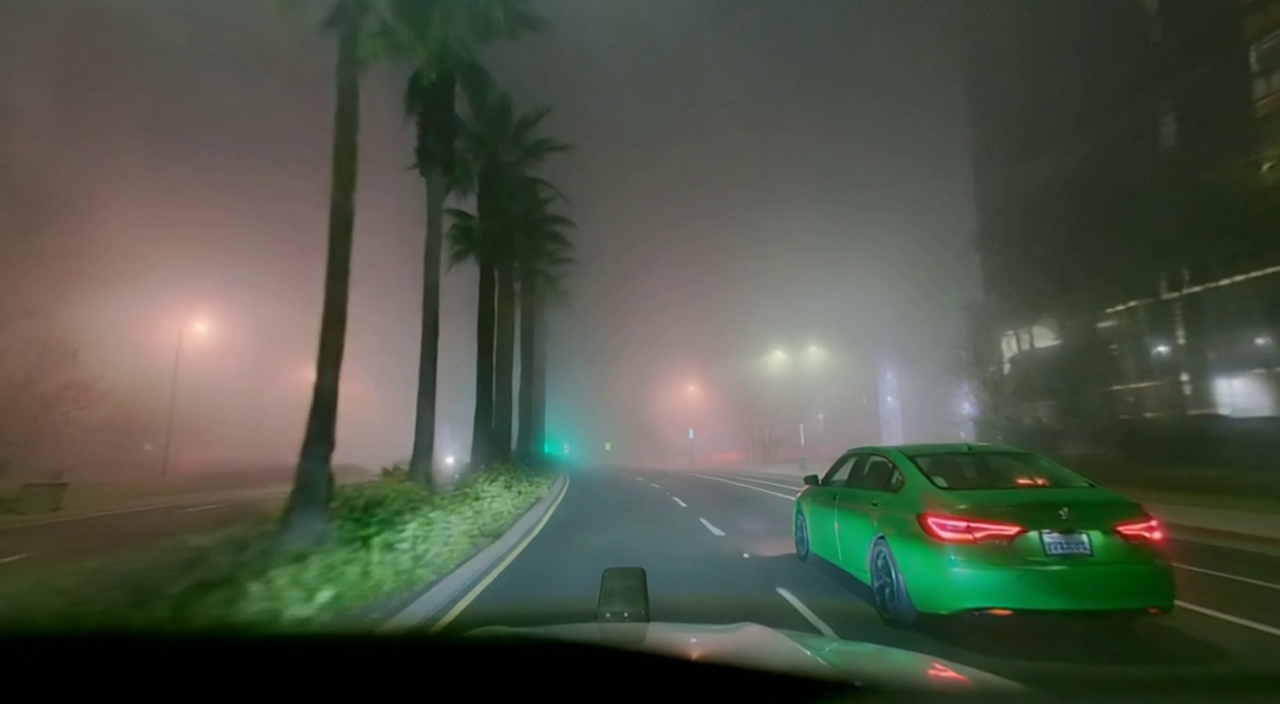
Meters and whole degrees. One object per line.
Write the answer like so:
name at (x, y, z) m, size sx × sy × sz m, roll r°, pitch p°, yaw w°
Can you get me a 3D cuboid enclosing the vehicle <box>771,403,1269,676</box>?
vehicle at (2.674, 1.413, 5.887) m, size 1.867 × 1.554 × 4.301 m, roll 0°, pitch -9°, yaw -1°
